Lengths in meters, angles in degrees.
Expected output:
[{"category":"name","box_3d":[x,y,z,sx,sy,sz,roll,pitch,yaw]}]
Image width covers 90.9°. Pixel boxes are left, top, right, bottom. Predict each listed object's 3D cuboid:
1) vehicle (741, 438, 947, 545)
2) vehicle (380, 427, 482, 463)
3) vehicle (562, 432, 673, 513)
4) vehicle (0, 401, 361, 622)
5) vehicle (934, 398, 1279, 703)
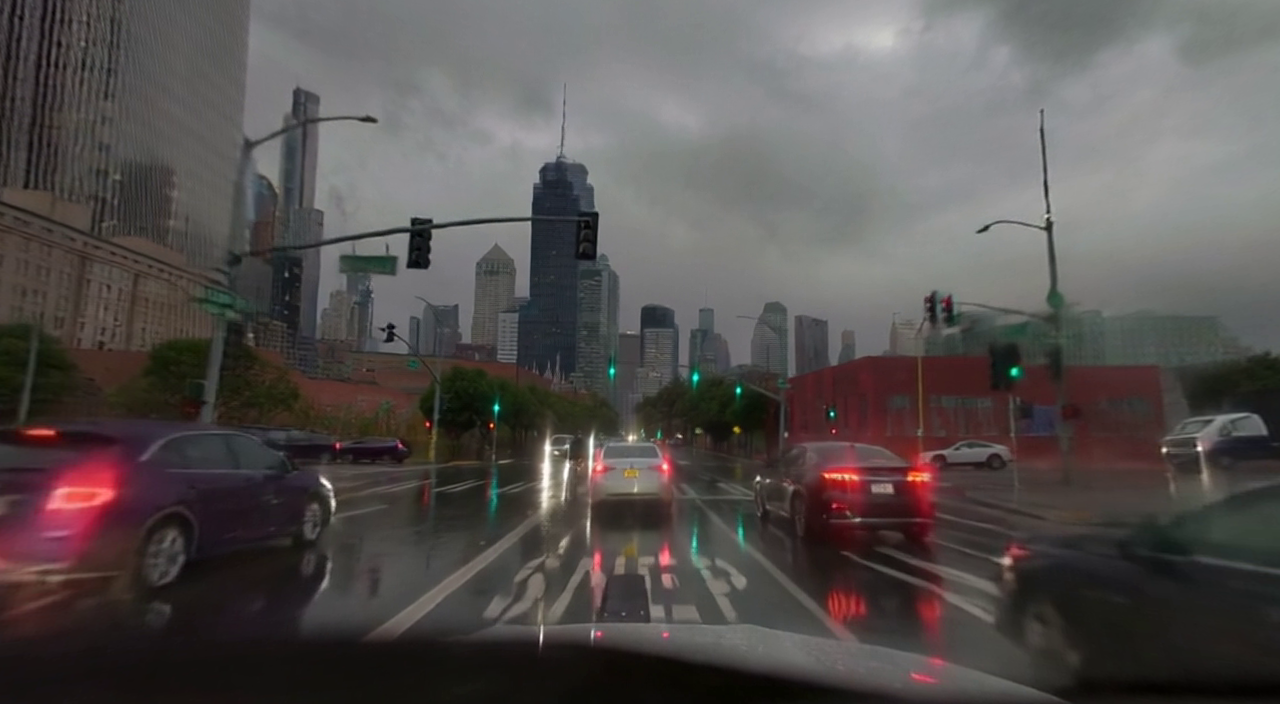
[{"category":"vehicle","box_3d":[3.142,2.215,10.861,1.942,1.443,4.468,0,-8,-1]},{"category":"vehicle","box_3d":[-10.305,4.563,31.100,4.556,1.689,1.982,-3,-9,23]},{"category":"vehicle","box_3d":[-0.488,2.475,13.500,2.031,1.461,3.763,0,-8,-3]},{"category":"vehicle","box_3d":[-5.050,1.523,7.093,2.111,1.661,4.537,1,-8,-6]},{"category":"vehicle","box_3d":[3.266,0.977,2.501,1.973,1.537,4.533,0,-8,0]}]
